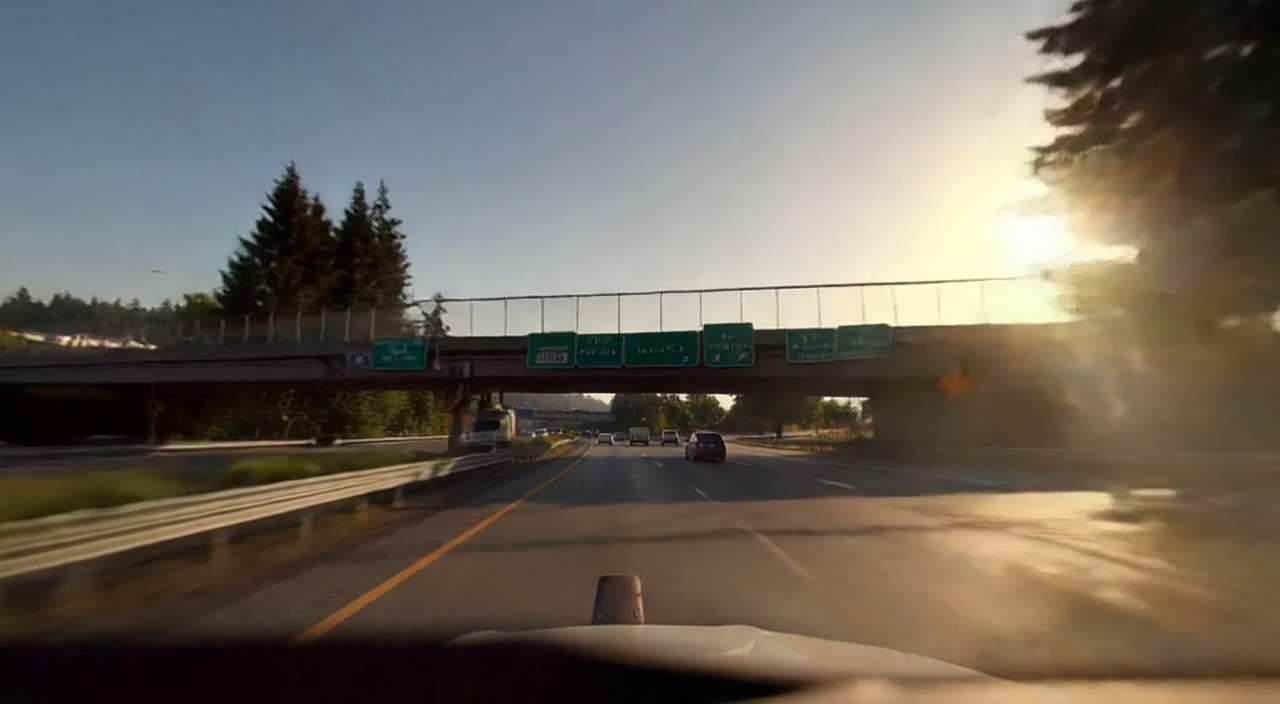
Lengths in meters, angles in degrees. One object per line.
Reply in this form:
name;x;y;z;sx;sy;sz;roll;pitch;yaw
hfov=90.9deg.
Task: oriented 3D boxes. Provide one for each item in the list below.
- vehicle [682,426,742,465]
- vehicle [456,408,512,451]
vehicle;3.020;4.011;27.255;1.938;1.578;3.764;0;-7;-3
vehicle;-10.439;5.279;42.846;2.262;2.615;7.071;0;-7;-2
